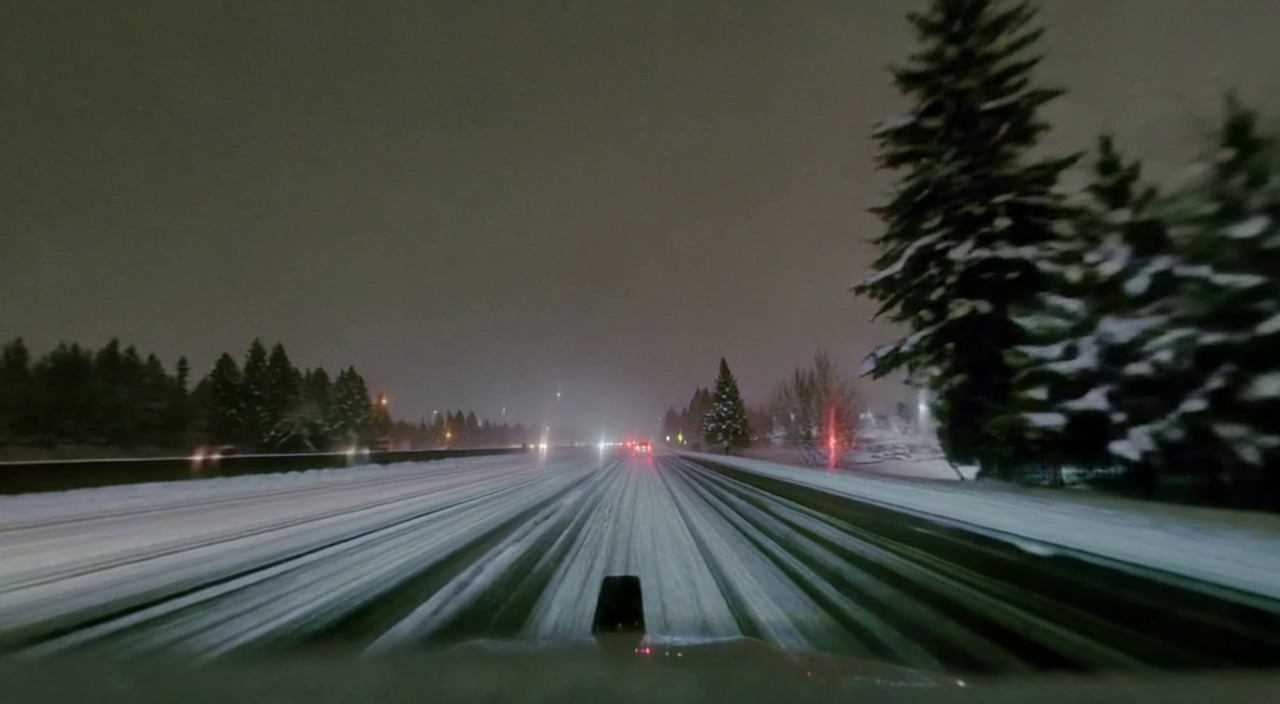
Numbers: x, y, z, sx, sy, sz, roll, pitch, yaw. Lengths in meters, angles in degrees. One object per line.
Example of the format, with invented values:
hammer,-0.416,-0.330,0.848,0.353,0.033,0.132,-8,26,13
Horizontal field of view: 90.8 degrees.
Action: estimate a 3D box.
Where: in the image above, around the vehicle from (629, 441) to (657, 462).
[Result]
vehicle,0.189,7.481,47.741,2.021,1.528,4.154,0,-8,0
